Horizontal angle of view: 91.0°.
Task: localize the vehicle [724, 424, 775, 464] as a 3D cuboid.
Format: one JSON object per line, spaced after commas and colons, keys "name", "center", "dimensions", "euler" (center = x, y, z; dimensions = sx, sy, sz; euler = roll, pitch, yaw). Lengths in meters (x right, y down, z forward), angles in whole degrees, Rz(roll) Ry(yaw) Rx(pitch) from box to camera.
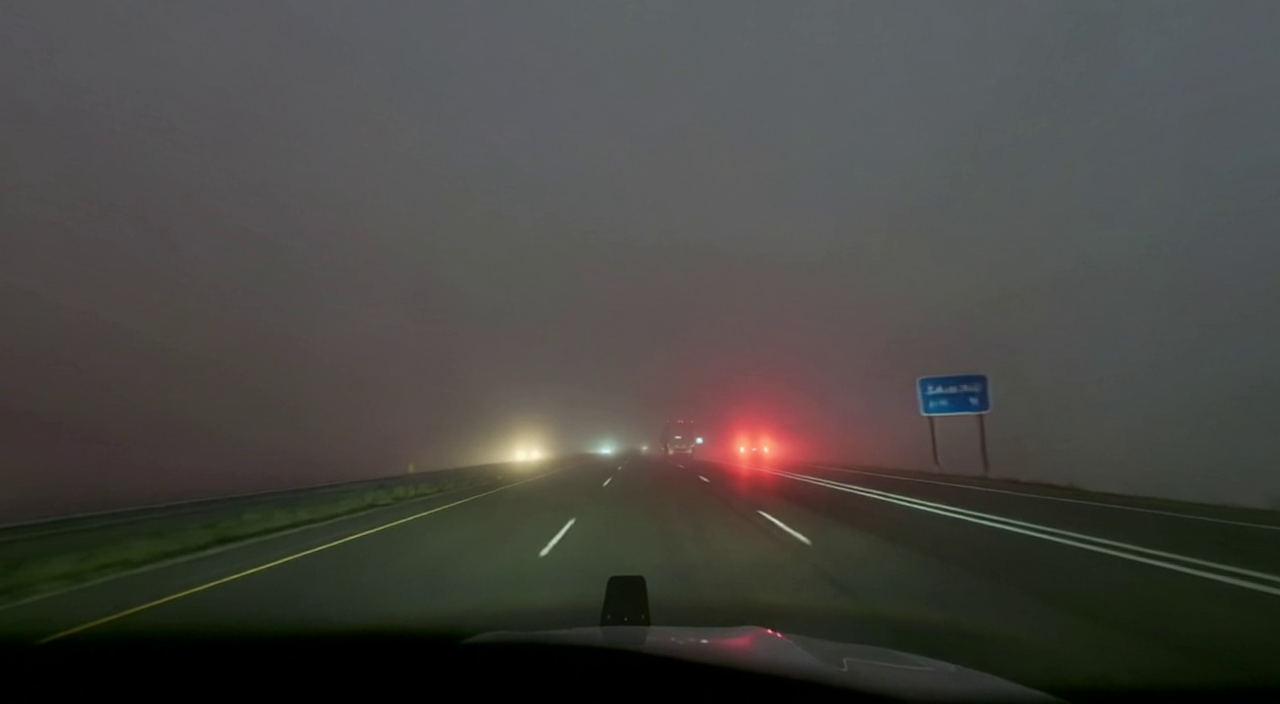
{"name": "vehicle", "center": [8.089, 6.865, 47.147], "dimensions": [2.474, 2.730, 7.349], "euler": [0, -8, 0]}
